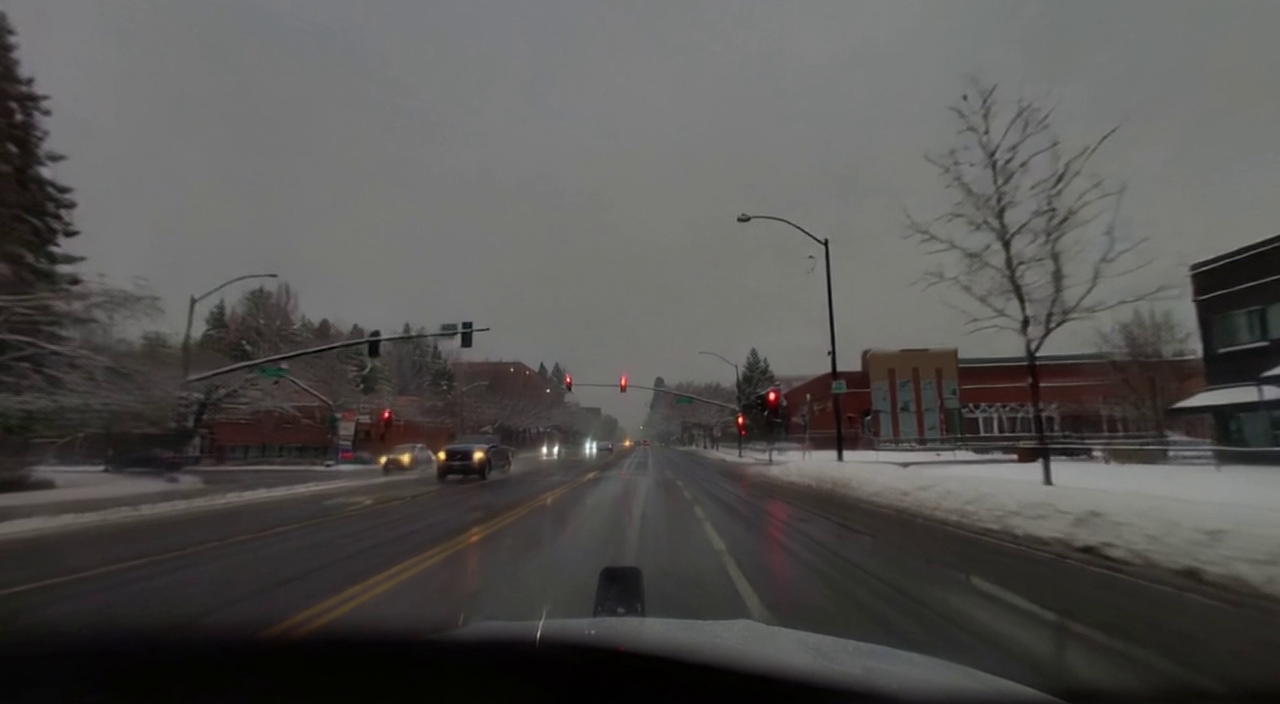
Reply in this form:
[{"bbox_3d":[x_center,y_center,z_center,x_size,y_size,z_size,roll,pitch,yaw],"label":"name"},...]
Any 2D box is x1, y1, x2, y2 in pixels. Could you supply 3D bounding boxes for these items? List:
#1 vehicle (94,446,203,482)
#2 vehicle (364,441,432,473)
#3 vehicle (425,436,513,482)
[{"bbox_3d":[-31.015,7.068,39.993,4.957,1.928,2.203,-2,-8,-5],"label":"vehicle"},{"bbox_3d":[-14.661,6.401,38.591,2.167,1.787,4.882,-1,-9,1],"label":"vehicle"},{"bbox_3d":[-6.947,4.392,26.270,2.262,1.708,4.466,-1,-9,2],"label":"vehicle"}]
